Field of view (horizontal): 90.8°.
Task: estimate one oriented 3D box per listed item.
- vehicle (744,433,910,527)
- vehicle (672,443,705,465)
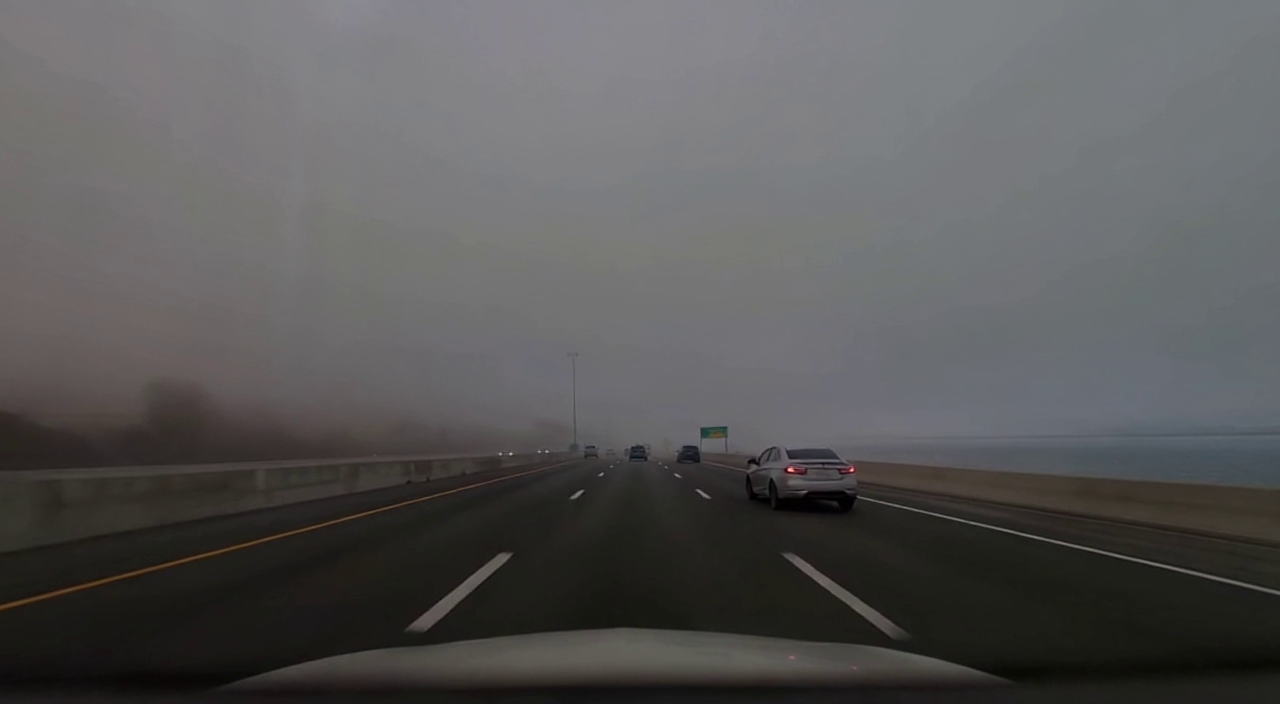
[{"bbox_3d":[3.390,2.395,12.452,1.890,1.490,4.373,0,-8,-1],"label":"vehicle"},{"bbox_3d":[3.521,7.449,46.466,2.000,1.533,4.438,0,-8,-1],"label":"vehicle"}]
